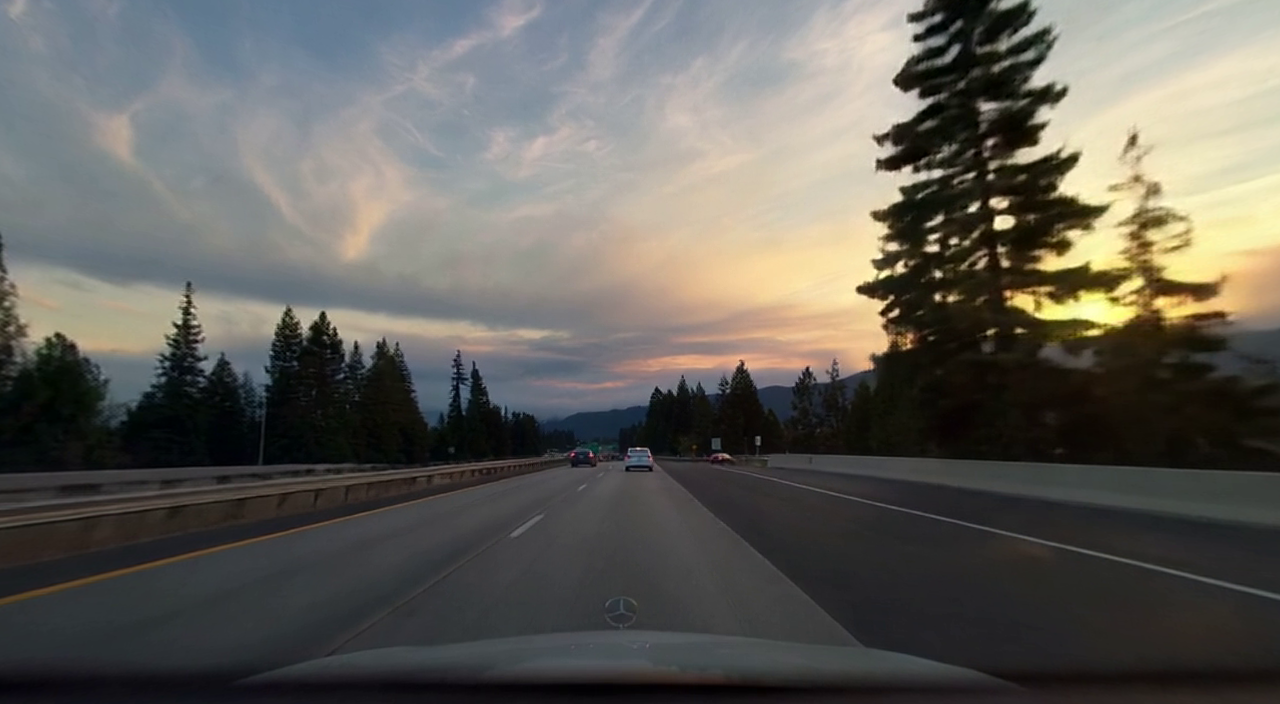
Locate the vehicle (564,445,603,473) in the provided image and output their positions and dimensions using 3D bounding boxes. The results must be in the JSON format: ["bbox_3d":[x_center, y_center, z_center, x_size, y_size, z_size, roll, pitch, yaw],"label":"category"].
[{"bbox_3d":[-3.804,7.293,43.132,2.130,1.741,4.665,0,-9,1],"label":"vehicle"}]

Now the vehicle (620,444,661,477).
[{"bbox_3d":[0.034,5.968,34.771,2.130,1.684,3.826,0,-9,0],"label":"vehicle"}]
